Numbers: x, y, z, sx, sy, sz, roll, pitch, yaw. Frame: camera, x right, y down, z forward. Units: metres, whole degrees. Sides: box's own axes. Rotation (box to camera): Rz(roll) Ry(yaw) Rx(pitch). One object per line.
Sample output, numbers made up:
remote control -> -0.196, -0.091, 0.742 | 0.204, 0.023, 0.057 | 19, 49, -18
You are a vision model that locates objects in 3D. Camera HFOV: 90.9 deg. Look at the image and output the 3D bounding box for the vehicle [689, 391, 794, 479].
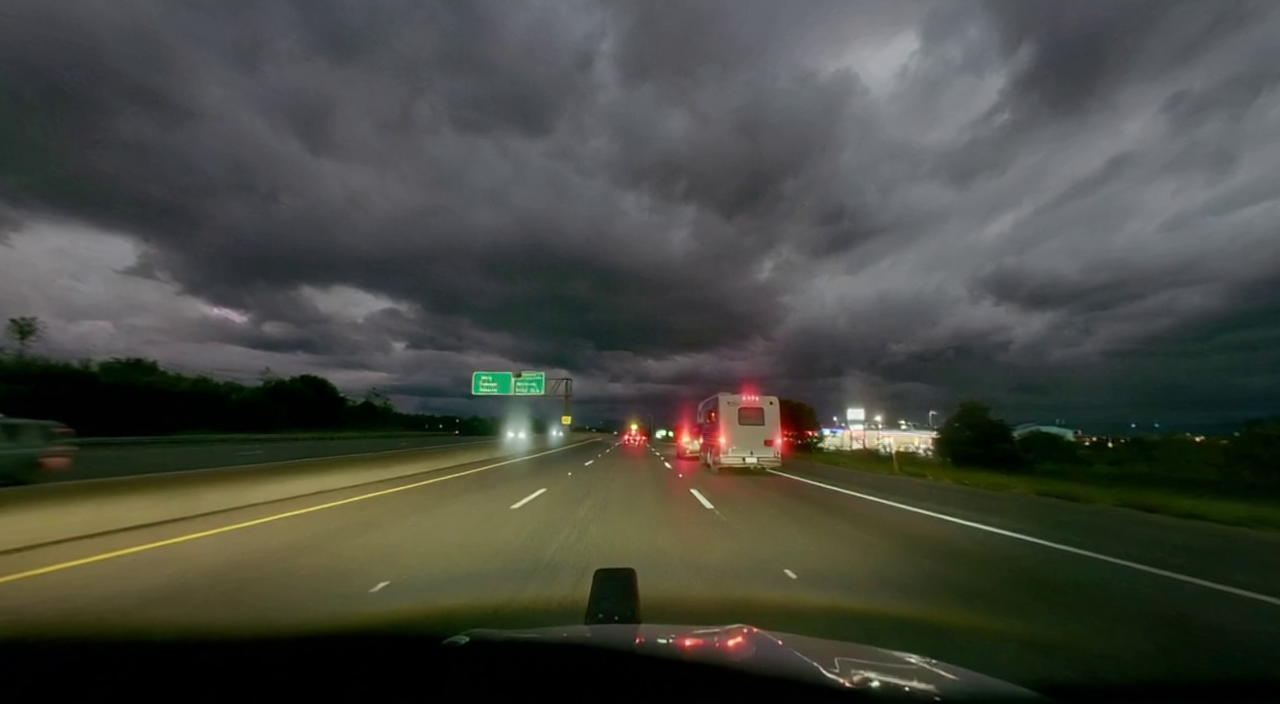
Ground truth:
vehicle -> 3.303, 2.893, 21.990 | 2.590, 2.680, 5.445 | 0, -8, -2
